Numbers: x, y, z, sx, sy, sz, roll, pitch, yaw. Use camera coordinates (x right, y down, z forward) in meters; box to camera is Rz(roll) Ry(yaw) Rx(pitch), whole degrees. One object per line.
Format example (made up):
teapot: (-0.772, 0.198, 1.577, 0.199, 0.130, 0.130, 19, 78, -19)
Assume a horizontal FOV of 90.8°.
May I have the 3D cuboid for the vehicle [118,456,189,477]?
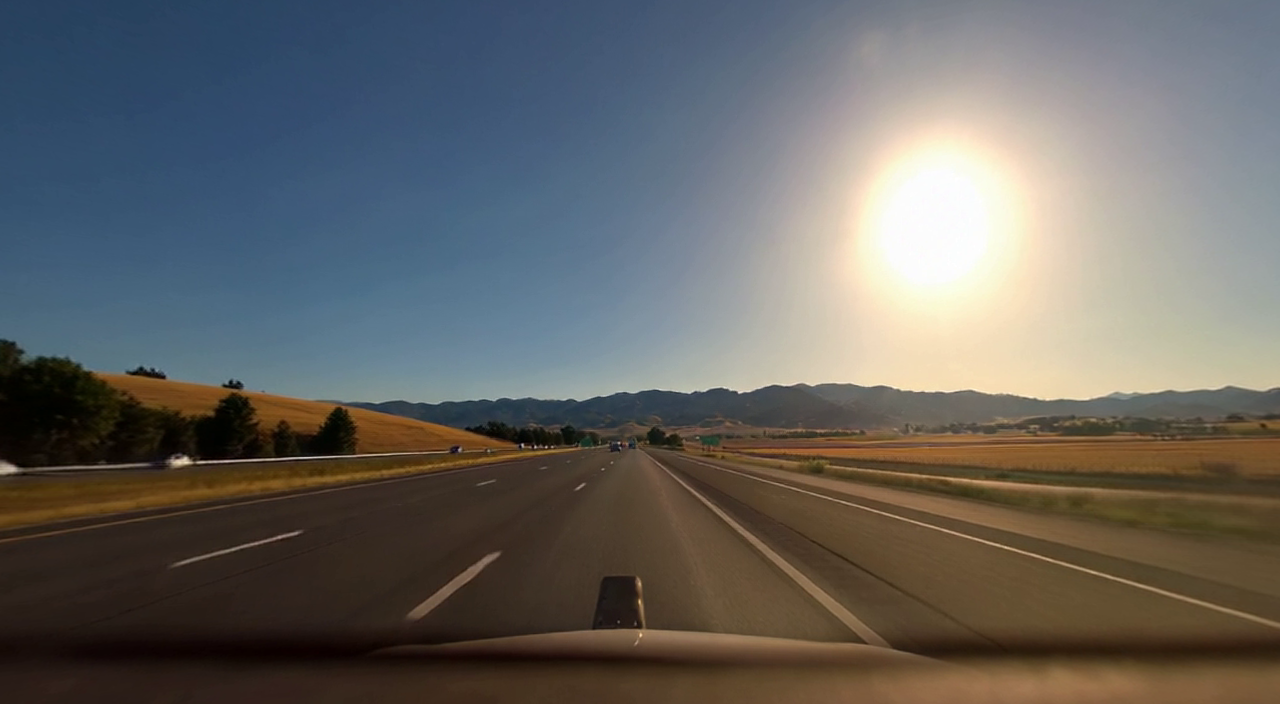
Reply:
vehicle: (-36.417, 8.571, 47.427, 1.875, 1.450, 4.303, 0, -8, -1)
